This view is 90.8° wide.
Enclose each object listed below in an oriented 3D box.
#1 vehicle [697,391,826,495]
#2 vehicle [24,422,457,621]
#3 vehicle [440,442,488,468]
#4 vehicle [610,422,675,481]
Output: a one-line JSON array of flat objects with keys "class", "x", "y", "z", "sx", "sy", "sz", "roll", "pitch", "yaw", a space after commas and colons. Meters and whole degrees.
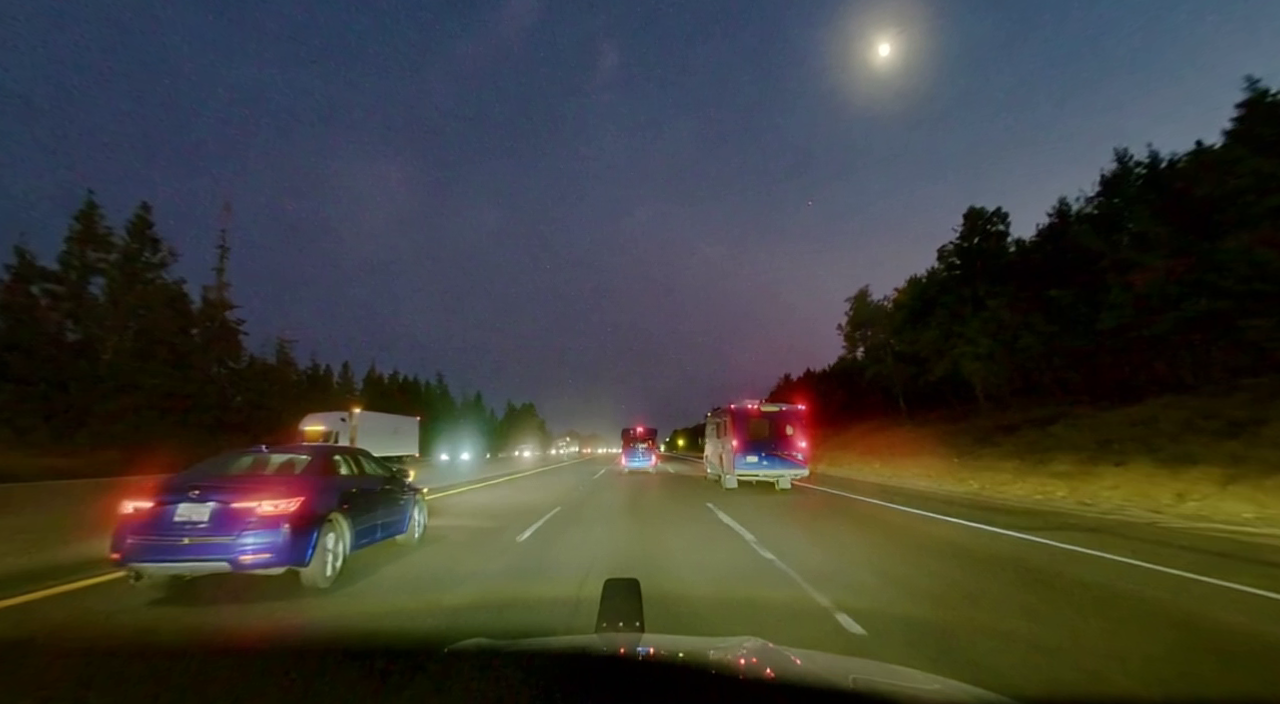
[{"class": "vehicle", "x": 3.774, "y": 3.114, "z": 21.505, "sx": 2.607, "sy": 2.910, "sz": 7.252, "roll": 0, "pitch": -9, "yaw": -3}, {"class": "vehicle", "x": -3.730, "y": 1.650, "z": 7.177, "sx": 1.959, "sy": 1.502, "sz": 4.559, "roll": 0, "pitch": -9, "yaw": 0}, {"class": "vehicle", "x": -11.898, "y": 7.000, "z": 42.965, "sx": 1.961, "sy": 1.697, "sz": 4.316, "roll": 0, "pitch": -9, "yaw": 0}, {"class": "vehicle", "x": 0.057, "y": 4.304, "z": 27.341, "sx": 2.524, "sy": 2.310, "sz": 4.986, "roll": 0, "pitch": -9, "yaw": -1}]
